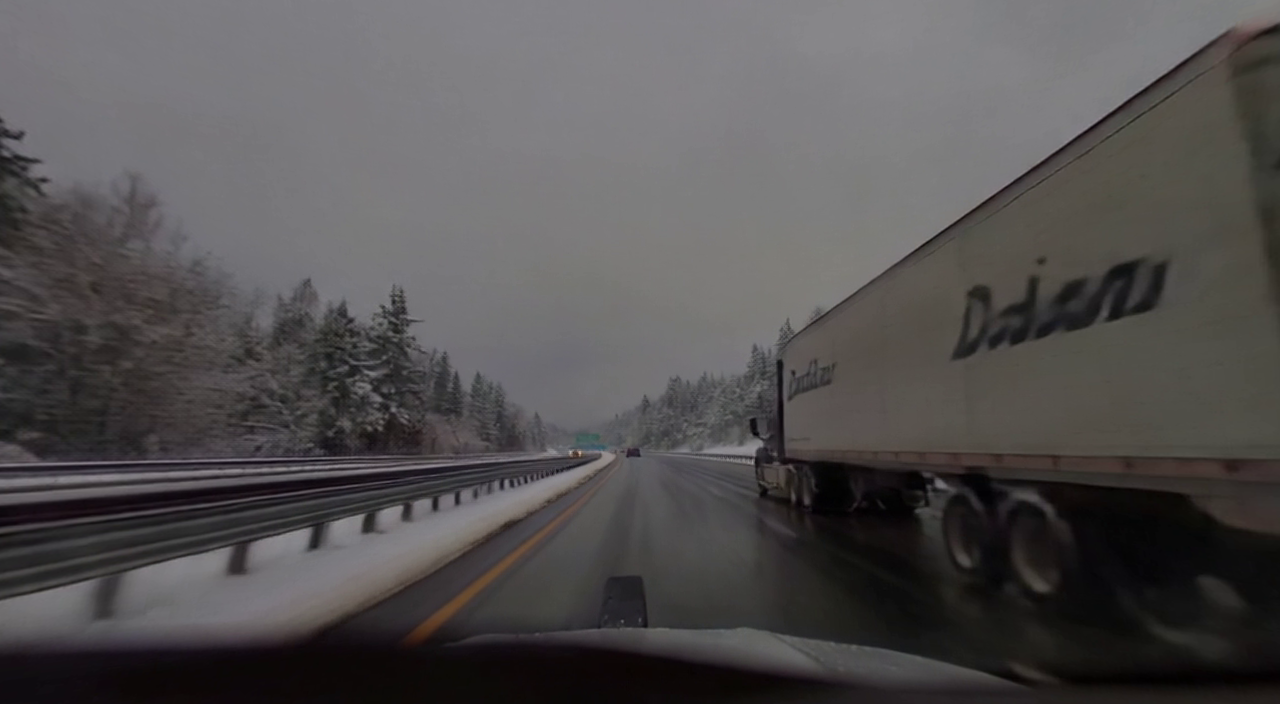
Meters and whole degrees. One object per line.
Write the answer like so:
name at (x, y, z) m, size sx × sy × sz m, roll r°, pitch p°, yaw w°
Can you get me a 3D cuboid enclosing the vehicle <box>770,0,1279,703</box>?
vehicle at (4.076, 0.660, 6.959) m, size 2.876 × 3.419 × 11.591 m, roll 0°, pitch -9°, yaw 0°
